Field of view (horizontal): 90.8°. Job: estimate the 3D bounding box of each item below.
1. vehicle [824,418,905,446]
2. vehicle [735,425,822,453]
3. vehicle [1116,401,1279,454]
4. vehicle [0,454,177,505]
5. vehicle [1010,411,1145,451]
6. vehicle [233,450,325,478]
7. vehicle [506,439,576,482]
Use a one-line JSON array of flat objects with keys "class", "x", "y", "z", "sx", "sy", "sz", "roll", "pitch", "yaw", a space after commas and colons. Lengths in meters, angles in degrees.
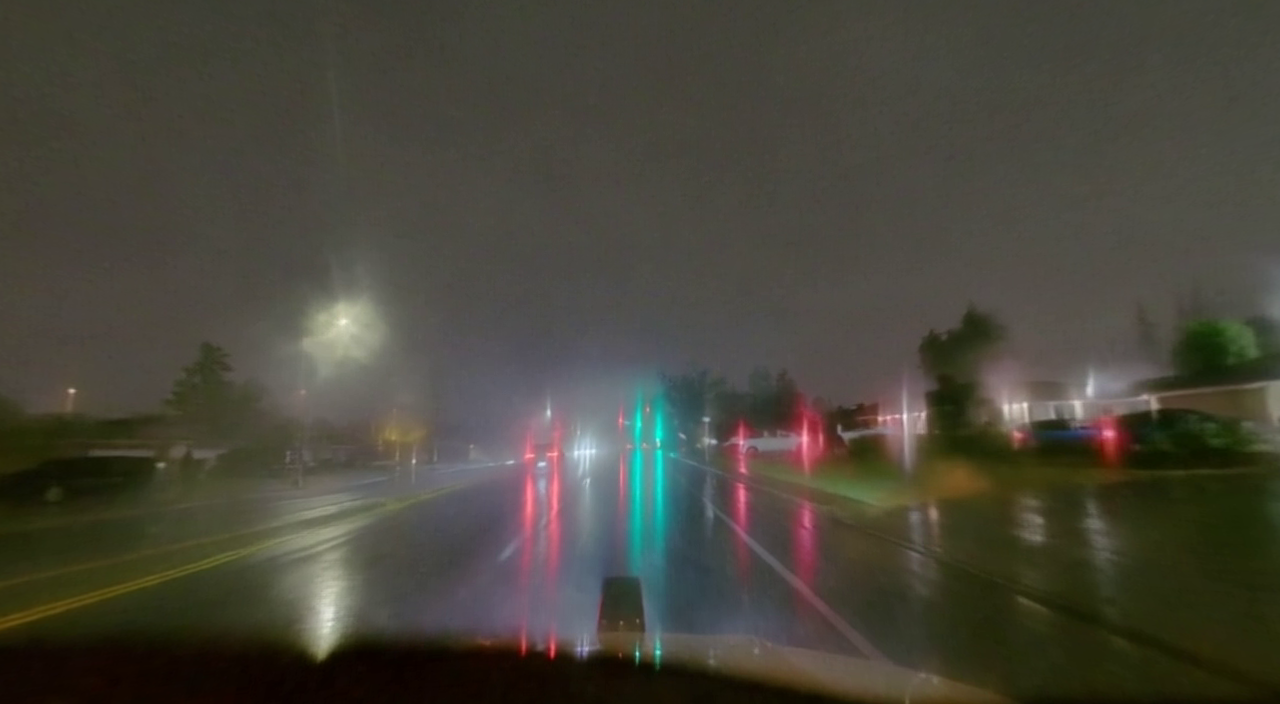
[{"class": "vehicle", "x": 15.714, "y": 5.679, "z": 44.451, "sx": 4.858, "sy": 1.831, "sz": 2.101, "roll": 1, "pitch": -9, "yaw": -2}, {"class": "vehicle", "x": 10.458, "y": 6.613, "z": 48.094, "sx": 6.098, "sy": 2.021, "sz": 2.524, "roll": 0, "pitch": -8, "yaw": 1}, {"class": "vehicle", "x": 17.178, "y": 2.353, "z": 19.165, "sx": 1.784, "sy": 1.411, "sz": 4.402, "roll": 0, "pitch": -8, "yaw": -5}, {"class": "vehicle", "x": -20.818, "y": 4.784, "z": 23.875, "sx": 4.866, "sy": 1.749, "sz": 2.158, "roll": 0, "pitch": -8, "yaw": 1}, {"class": "vehicle", "x": 19.997, "y": 3.644, "z": 29.010, "sx": 4.605, "sy": 1.480, "sz": 1.994, "roll": -4, "pitch": -7, "yaw": 1}, {"class": "vehicle", "x": -24.309, "y": 7.560, "z": 42.711, "sx": 4.922, "sy": 1.766, "sz": 1.998, "roll": 0, "pitch": -8, "yaw": -4}, {"class": "vehicle", "x": -3.718, "y": 4.165, "z": 24.557, "sx": 2.030, "sy": 1.467, "sz": 4.251, "roll": 0, "pitch": -8, "yaw": 0}]
